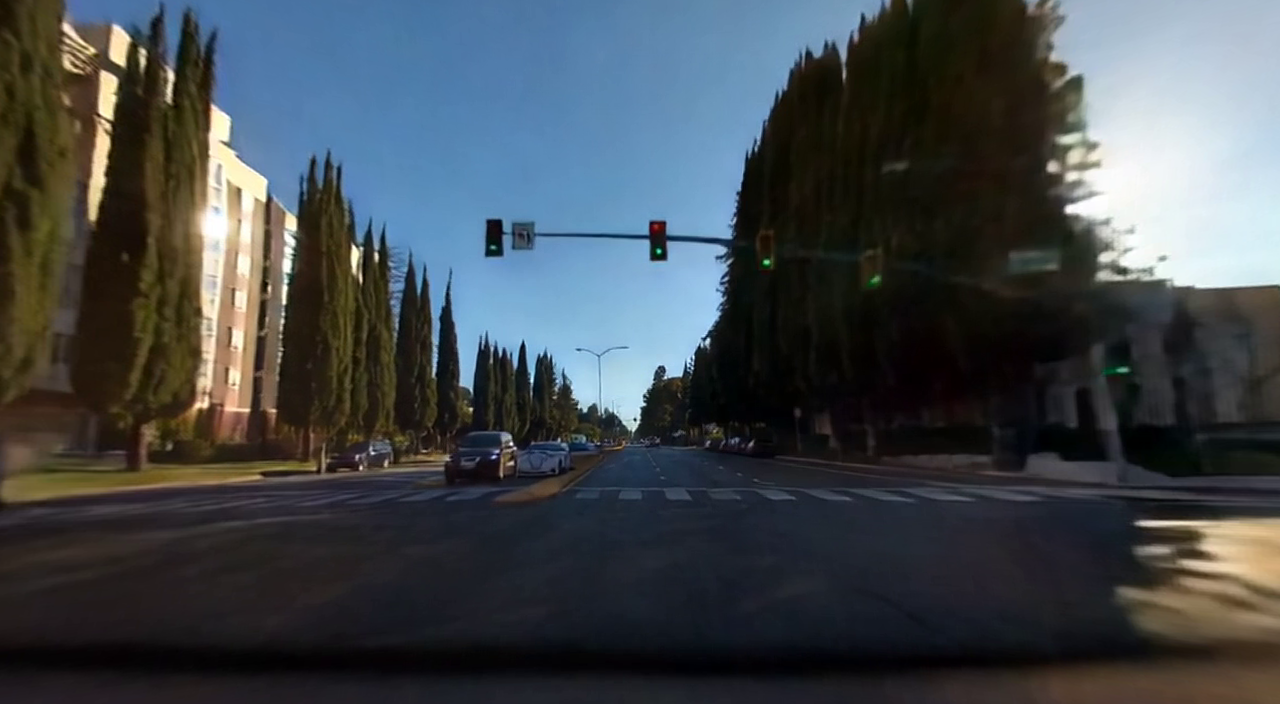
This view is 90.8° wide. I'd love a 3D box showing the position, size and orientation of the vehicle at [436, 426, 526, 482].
[{"bbox_3d":[-5.491,3.606,22.455,2.098,1.789,4.338,0,-9,-1],"label":"vehicle"}]
